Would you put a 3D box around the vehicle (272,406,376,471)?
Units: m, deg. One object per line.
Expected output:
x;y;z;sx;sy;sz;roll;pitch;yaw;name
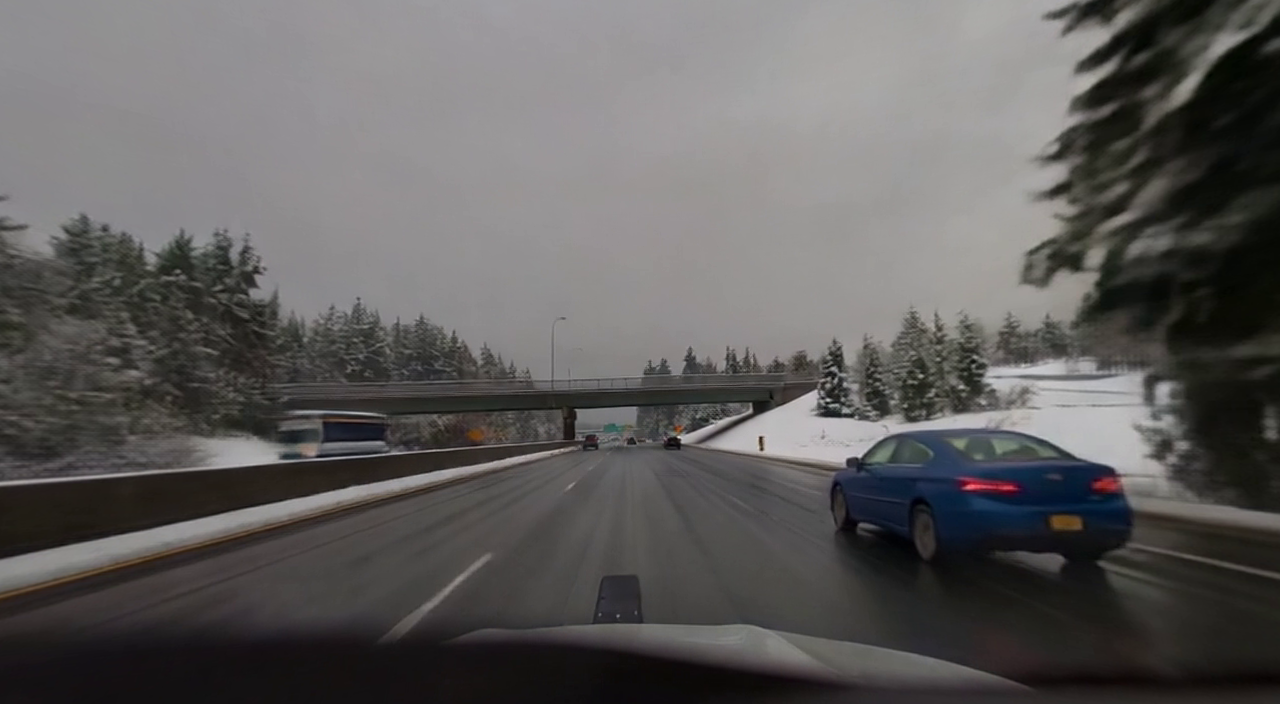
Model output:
-21.223;5.878;42.993;2.982;3.995;7.675;0;-8;1;vehicle

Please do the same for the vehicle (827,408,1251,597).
3.944;1.533;7.409;2.031;1.531;4.365;0;-8;-2;vehicle
